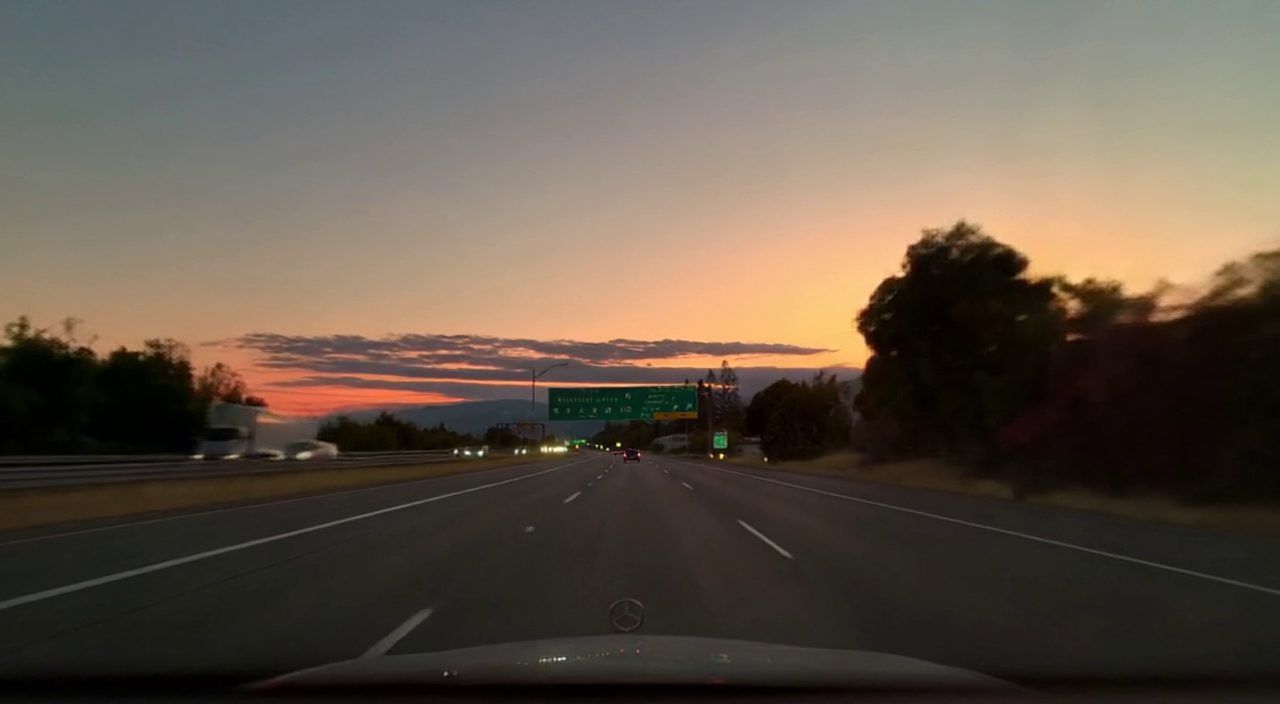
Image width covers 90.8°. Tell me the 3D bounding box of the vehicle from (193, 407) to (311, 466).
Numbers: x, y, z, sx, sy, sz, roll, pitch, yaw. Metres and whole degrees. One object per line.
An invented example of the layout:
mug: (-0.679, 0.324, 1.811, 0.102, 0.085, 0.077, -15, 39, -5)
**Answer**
vehicle: (-24.886, 5.555, 41.065, 2.606, 3.427, 7.794, 0, -9, 0)

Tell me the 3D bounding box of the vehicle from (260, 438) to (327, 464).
vehicle: (-20.904, 5.993, 38.241, 1.798, 1.472, 4.018, 0, -9, 0)
